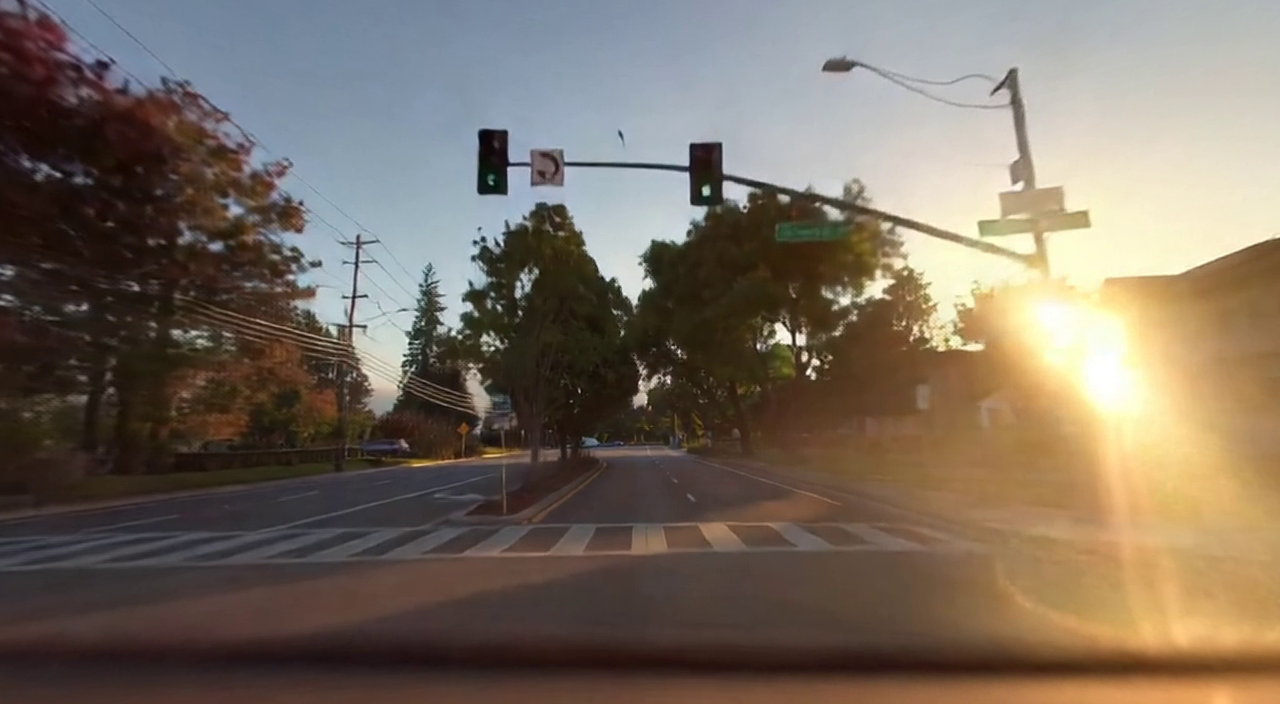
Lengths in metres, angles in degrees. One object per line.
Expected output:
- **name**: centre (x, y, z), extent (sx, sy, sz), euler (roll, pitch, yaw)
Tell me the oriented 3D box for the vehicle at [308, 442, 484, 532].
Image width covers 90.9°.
- **vehicle**: centre (-5.108, 2.844, 14.199), extent (1.948, 1.471, 5.408), euler (2, -7, -2)
